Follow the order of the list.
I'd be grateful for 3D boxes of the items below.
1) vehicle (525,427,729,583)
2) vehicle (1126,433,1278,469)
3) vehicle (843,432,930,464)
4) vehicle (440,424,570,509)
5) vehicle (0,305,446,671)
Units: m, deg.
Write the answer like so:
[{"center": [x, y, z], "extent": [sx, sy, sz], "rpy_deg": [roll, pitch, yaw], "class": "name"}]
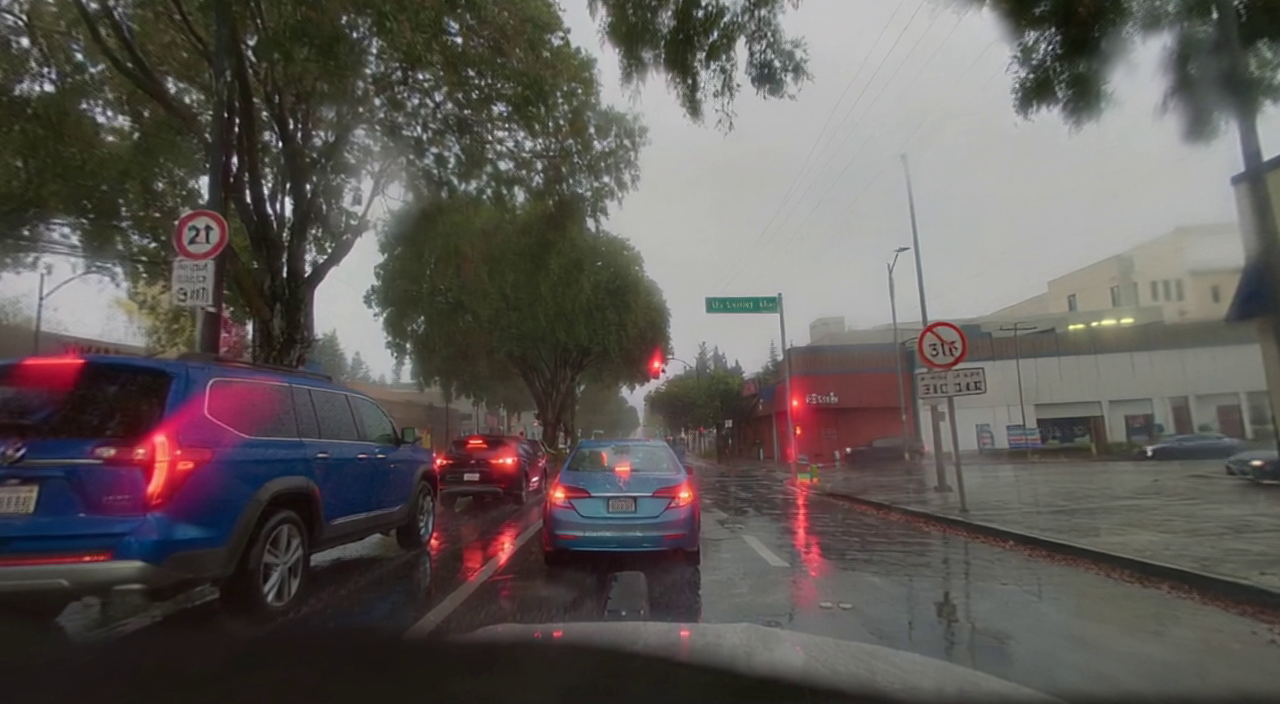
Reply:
[{"center": [-0.161, 1.787, 8.192], "extent": [1.966, 1.481, 4.146], "rpy_deg": [0, -8, -1], "class": "vehicle"}, {"center": [25.358, 4.486, 28.495], "extent": [1.845, 1.476, 4.809], "rpy_deg": [6, -11, -40], "class": "vehicle"}, {"center": [13.866, 5.445, 35.562], "extent": [4.116, 1.719, 2.069], "rpy_deg": [-1, -9, 6], "class": "vehicle"}, {"center": [-2.923, 2.594, 14.604], "extent": [2.047, 1.664, 4.148], "rpy_deg": [0, -8, 1], "class": "vehicle"}, {"center": [-3.815, 1.133, 6.219], "extent": [2.152, 2.118, 5.066], "rpy_deg": [0, -8, 0], "class": "vehicle"}]
